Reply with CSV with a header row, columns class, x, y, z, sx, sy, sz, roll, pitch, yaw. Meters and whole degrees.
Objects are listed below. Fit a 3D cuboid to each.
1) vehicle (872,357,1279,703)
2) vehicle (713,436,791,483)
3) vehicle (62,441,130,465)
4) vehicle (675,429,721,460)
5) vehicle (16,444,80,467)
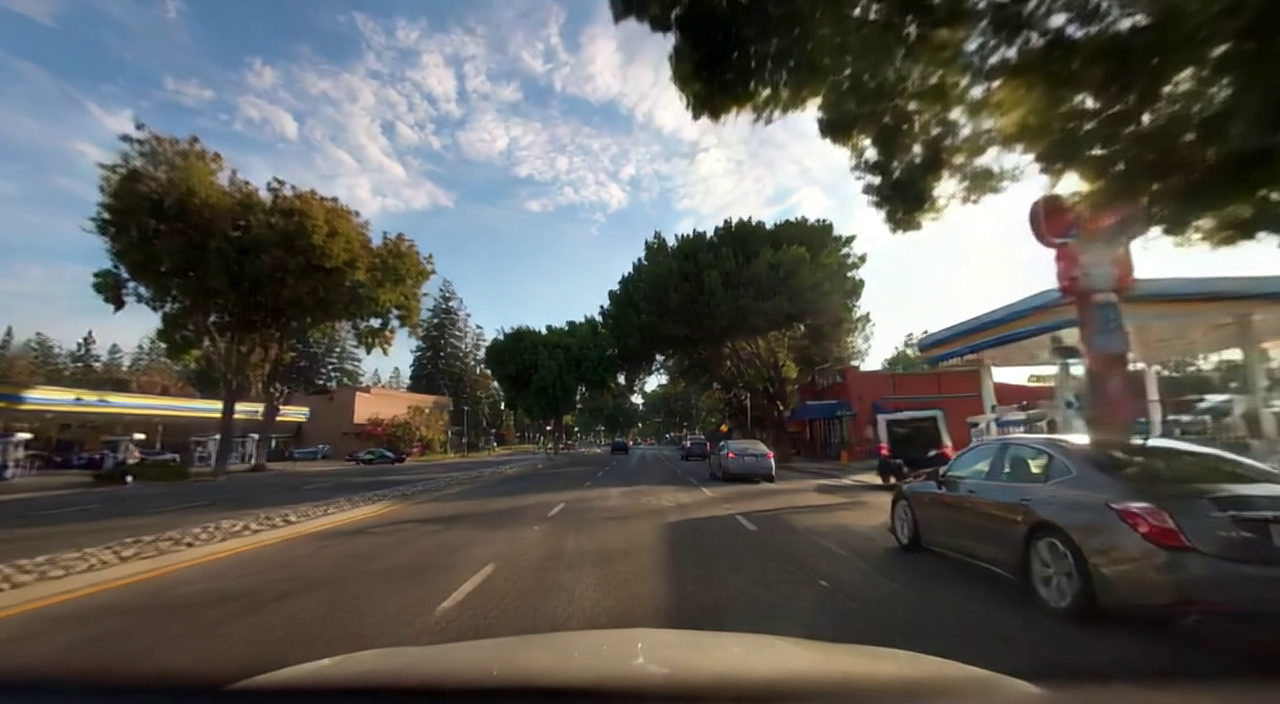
class,x,y,z,sx,sy,sz,roll,pitch,yaw
vehicle,3.628,1.164,4.728,1.875,1.665,4.931,0,-8,0
vehicle,3.693,3.630,21.575,1.871,1.442,4.122,0,-8,-1
vehicle,-37.210,6.893,43.235,2.003,1.531,4.062,3,-9,-19
vehicle,3.859,6.301,42.962,2.611,1.983,5.165,0,-8,0
vehicle,-39.467,6.872,42.122,1.716,1.433,3.600,3,-9,-20
